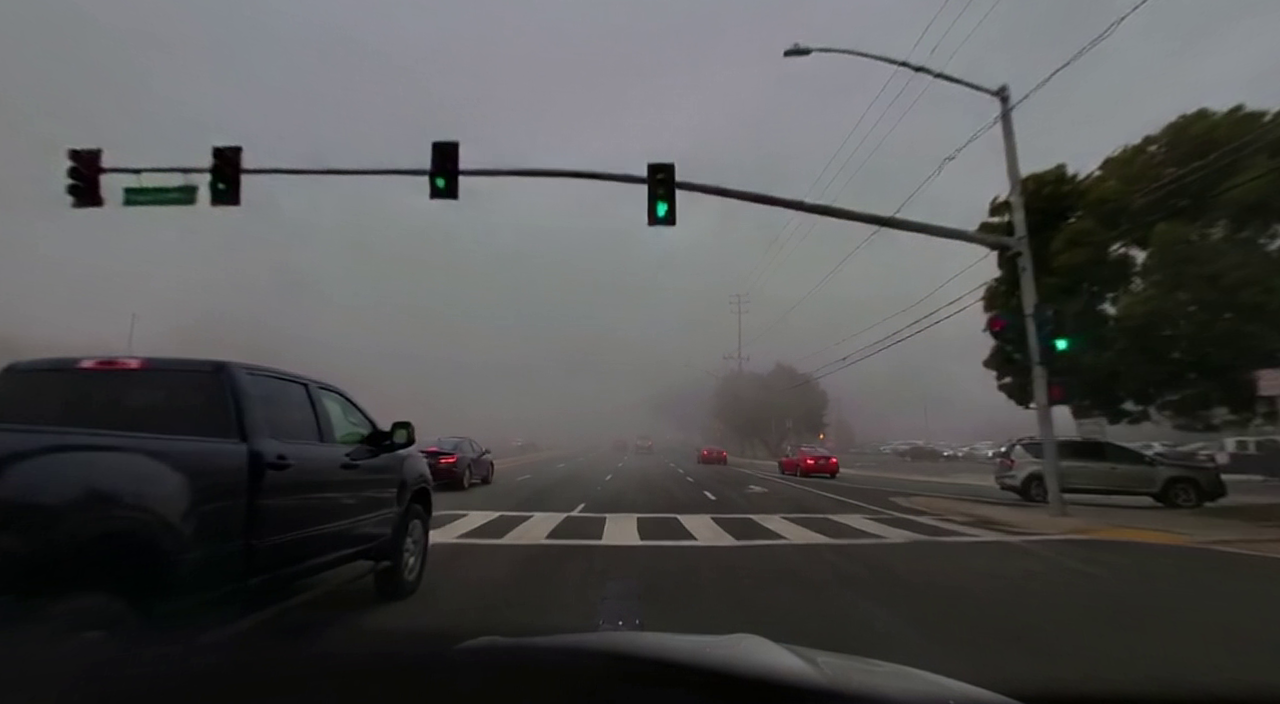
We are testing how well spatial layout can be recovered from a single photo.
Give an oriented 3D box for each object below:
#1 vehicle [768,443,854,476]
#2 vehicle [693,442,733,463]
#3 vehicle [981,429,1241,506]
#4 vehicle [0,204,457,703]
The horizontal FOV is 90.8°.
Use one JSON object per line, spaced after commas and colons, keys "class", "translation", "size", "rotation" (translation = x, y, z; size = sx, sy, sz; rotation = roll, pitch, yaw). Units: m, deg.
{"class": "vehicle", "translation": [8.215, 5.196, 30.830], "size": [1.840, 1.428, 4.602], "rotation": [2, -9, -17]}
{"class": "vehicle", "translation": [5.335, 7.361, 46.520], "size": [2.071, 1.435, 4.226], "rotation": [1, -8, -6]}
{"class": "vehicle", "translation": [12.450, 3.035, 17.140], "size": [2.150, 1.735, 5.106], "rotation": [6, -10, -35]}
{"class": "vehicle", "translation": [-3.117, 0.803, 3.379], "size": [2.467, 1.991, 6.089], "rotation": [0, -8, 0]}
